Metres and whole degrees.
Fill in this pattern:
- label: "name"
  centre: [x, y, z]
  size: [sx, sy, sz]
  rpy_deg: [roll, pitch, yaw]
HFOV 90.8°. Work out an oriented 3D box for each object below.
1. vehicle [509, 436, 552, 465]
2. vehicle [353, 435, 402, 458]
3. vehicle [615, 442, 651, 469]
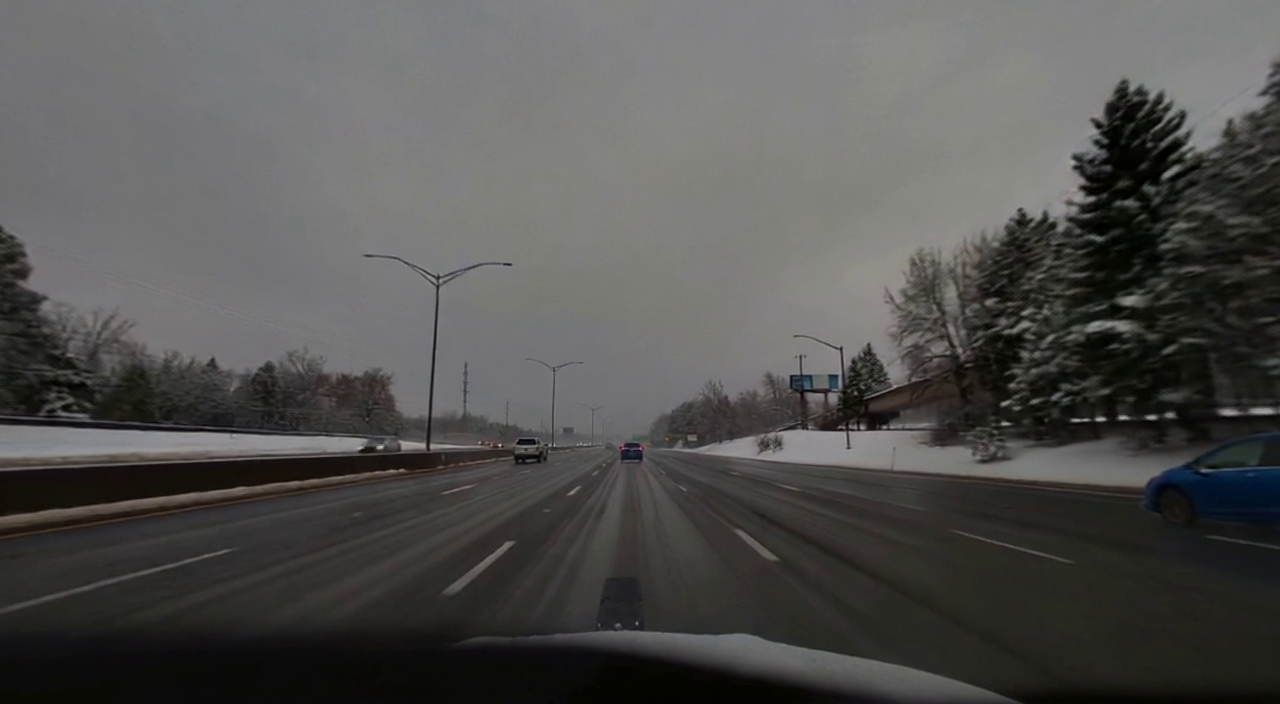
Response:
- label: "vehicle"
  centre: [-7.605, 6.910, 44.531]
  size: [2.177, 1.929, 4.706]
  rpy_deg: [0, -8, 0]
- label: "vehicle"
  centre: [-17.683, 6.376, 42.705]
  size: [1.658, 1.467, 3.636]
  rpy_deg: [0, -8, 1]
- label: "vehicle"
  centre: [-0.462, 6.347, 38.952]
  size: [2.074, 1.574, 3.971]
  rpy_deg: [0, -8, -2]
